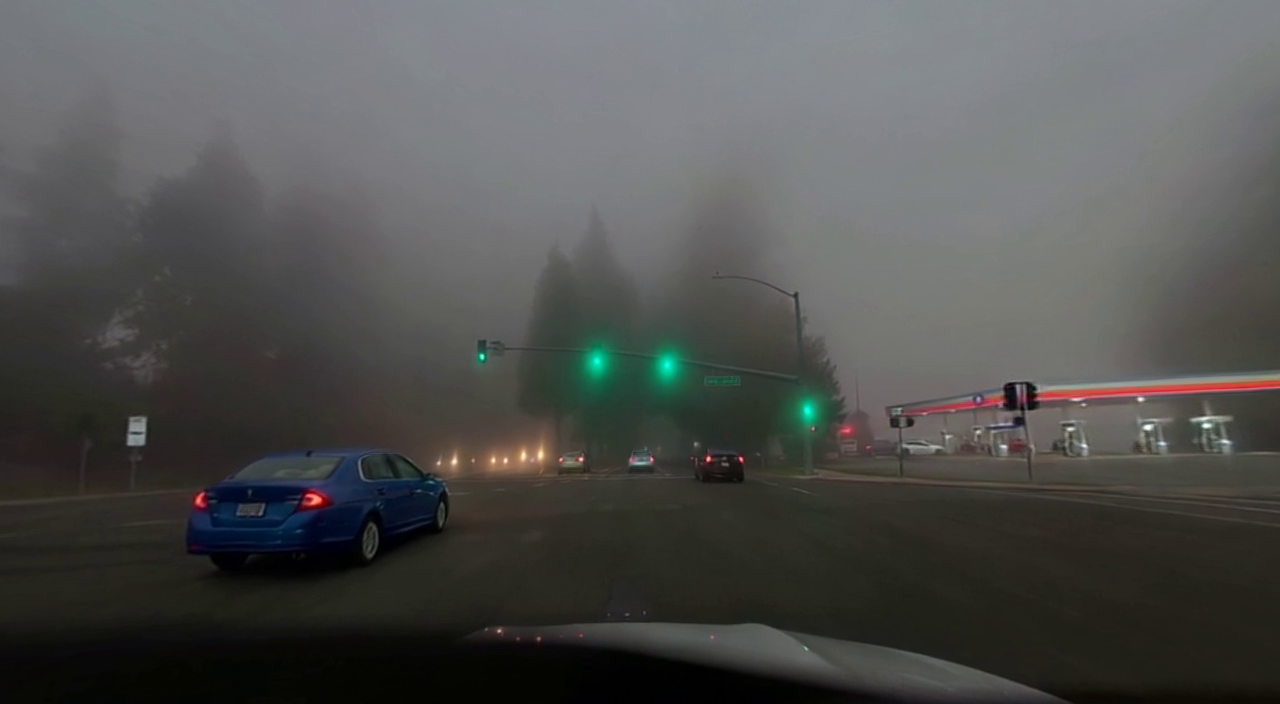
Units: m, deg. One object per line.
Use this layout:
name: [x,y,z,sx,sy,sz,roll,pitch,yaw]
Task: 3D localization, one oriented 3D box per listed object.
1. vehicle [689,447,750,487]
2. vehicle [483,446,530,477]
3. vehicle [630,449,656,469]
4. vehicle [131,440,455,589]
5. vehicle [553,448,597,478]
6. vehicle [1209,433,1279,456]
vehicle: [3.131,4.596,25.523,1.883,1.465,3.975,0,-8,-1]
vehicle: [-8.350,6.860,39.750,1.922,1.660,4.332,-2,-8,1]
vehicle: [0.216,8.321,49.139,1.934,1.470,3.988,0,-8,-1]
vehicle: [-4.142,1.951,8.579,1.803,1.463,4.422,0,-8,1]
vehicle: [-3.447,5.971,34.167,1.841,1.474,4.038,0,-8,1]
vehicle: [41.037,6.197,42.069,1.812,1.427,4.632,0,-8,1]
